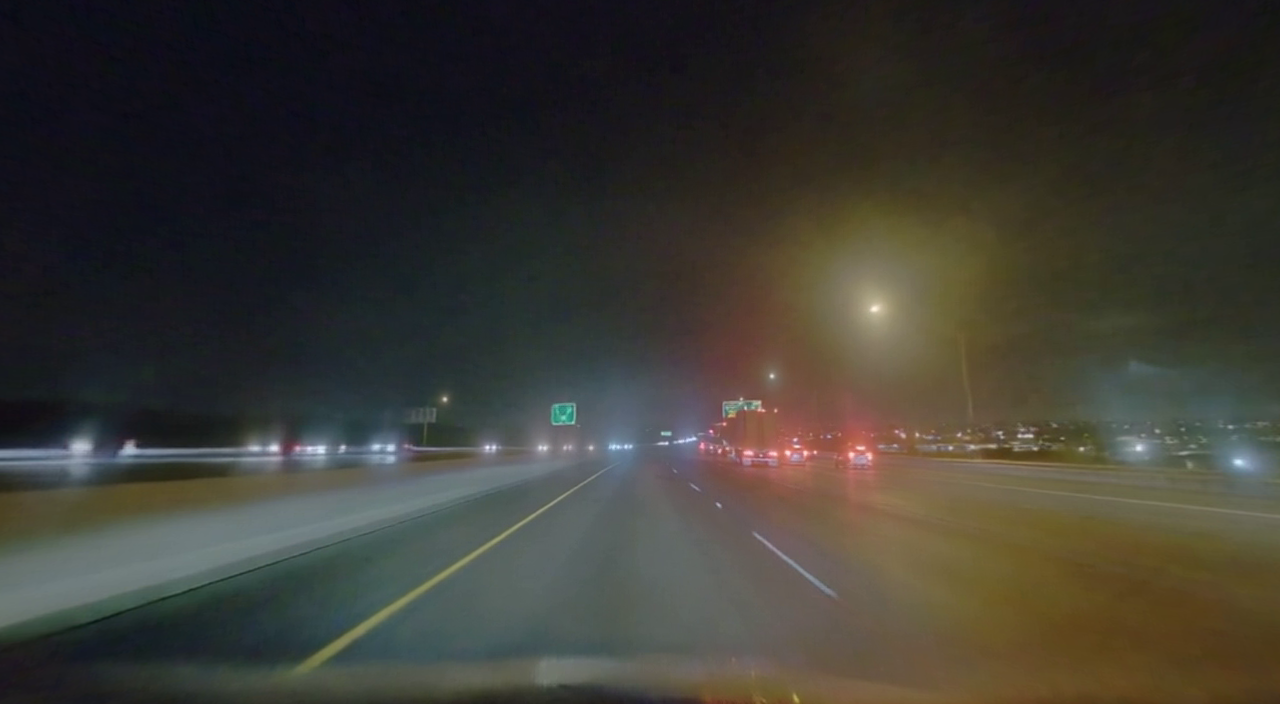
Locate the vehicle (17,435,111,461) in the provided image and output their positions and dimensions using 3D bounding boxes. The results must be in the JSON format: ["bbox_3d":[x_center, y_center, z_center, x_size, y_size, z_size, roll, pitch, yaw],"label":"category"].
[{"bbox_3d":[-40.616,6.787,44.738,2.007,1.672,4.834,0,-8,2],"label":"vehicle"}]

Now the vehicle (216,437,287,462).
[{"bbox_3d":[-29.252,7.360,47.802,2.064,1.782,5.006,0,-8,1],"label":"vehicle"}]
